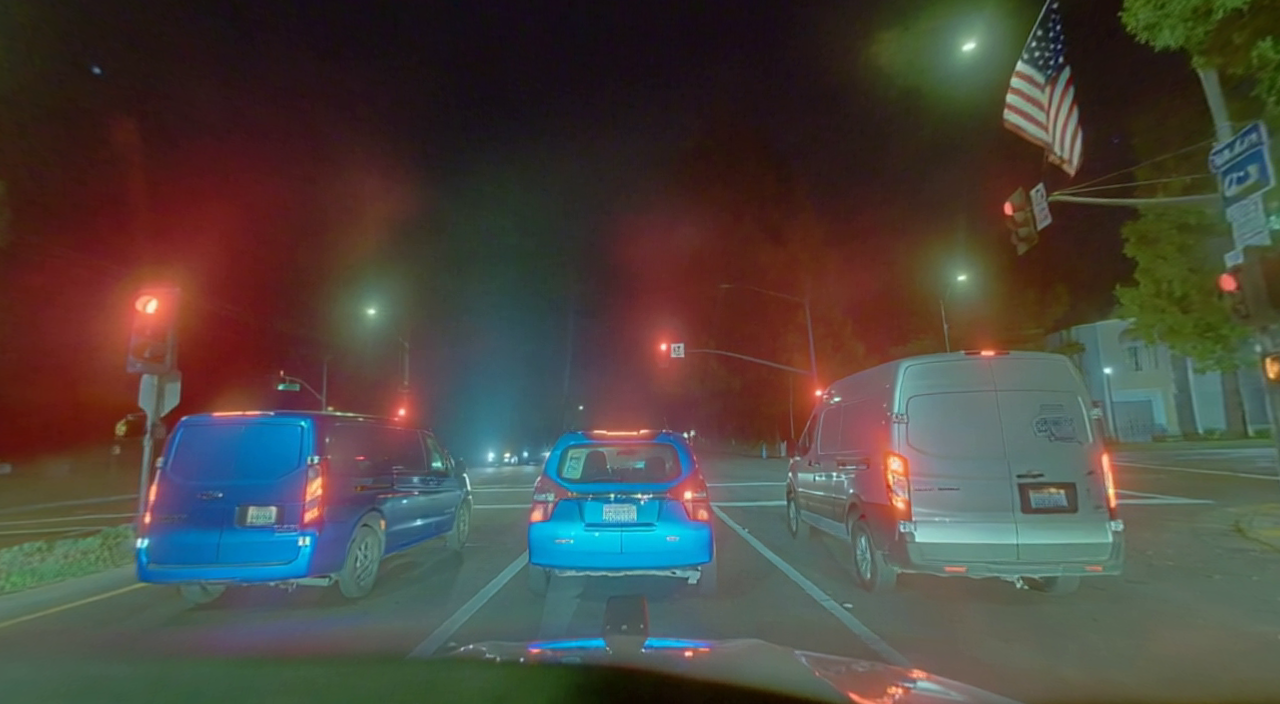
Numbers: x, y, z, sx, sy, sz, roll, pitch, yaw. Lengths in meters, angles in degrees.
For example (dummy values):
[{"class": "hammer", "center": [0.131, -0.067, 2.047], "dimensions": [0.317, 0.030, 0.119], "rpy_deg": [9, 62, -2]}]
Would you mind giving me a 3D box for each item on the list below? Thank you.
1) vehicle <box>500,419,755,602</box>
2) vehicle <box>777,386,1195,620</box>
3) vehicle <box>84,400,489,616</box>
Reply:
[{"class": "vehicle", "center": [-0.140, 1.620, 7.339], "dimensions": [2.098, 1.494, 4.118], "rpy_deg": [0, -9, -1]}, {"class": "vehicle", "center": [3.090, 1.465, 7.023], "dimensions": [2.178, 1.746, 4.400], "rpy_deg": [0, -9, 1]}, {"class": "vehicle", "center": [-3.302, 1.529, 7.053], "dimensions": [2.024, 1.677, 3.998], "rpy_deg": [-1, -9, 3]}]
